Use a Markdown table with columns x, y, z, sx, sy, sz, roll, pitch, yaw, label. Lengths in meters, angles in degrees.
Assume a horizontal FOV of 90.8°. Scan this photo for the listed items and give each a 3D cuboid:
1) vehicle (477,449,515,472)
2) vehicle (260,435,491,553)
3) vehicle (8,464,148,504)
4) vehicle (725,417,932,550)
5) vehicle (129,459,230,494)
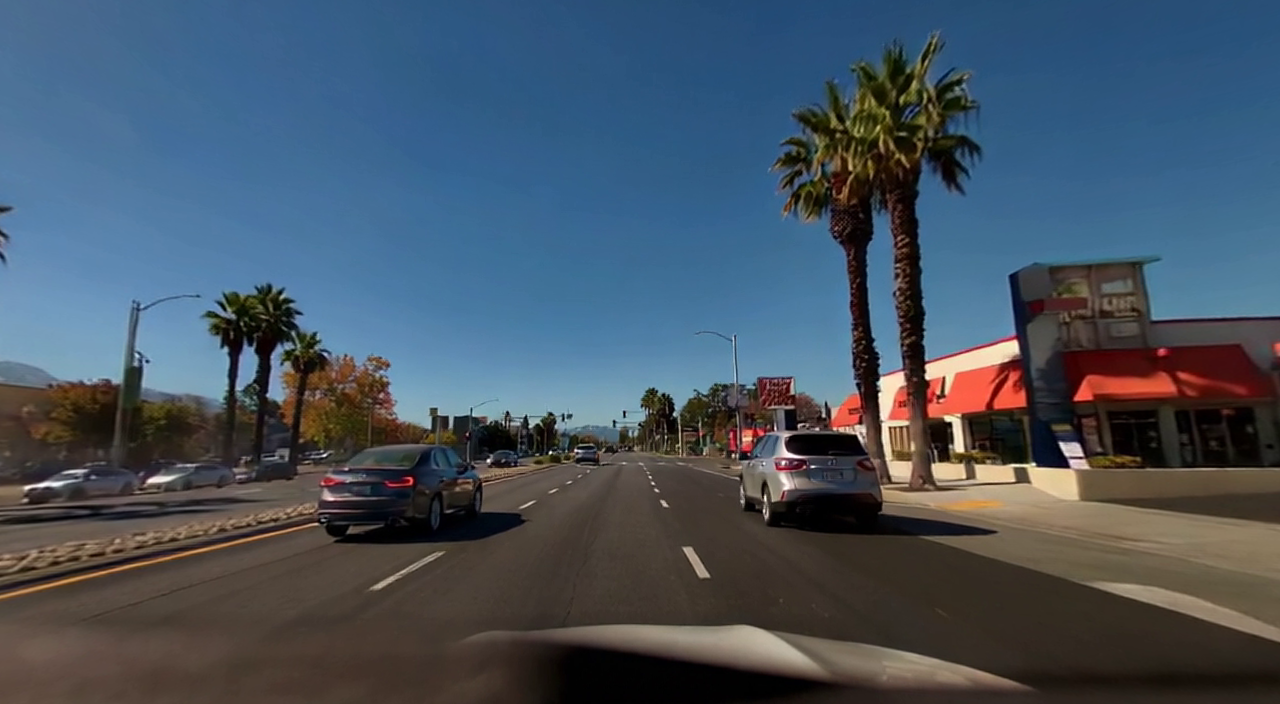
| x | y | z | sx | sy | sz | roll | pitch | yaw | label |
| --- | --- | --- | --- | --- | --- | --- | --- | --- | --- |
| -9.997 | 7.519 | 44.142 | 1.970 | 1.482 | 4.778 | 1 | -9 | -5 | vehicle |
| -3.902 | 2.153 | 10.235 | 2.034 | 1.498 | 3.995 | 0 | -9 | -1 | vehicle |
| -23.565 | 5.518 | 26.763 | 1.876 | 1.459 | 4.411 | 0 | -9 | 0 | vehicle |
| 2.750 | 2.050 | 10.434 | 1.982 | 1.711 | 4.276 | 0 | -9 | -2 | vehicle |
| -23.513 | 6.361 | 32.500 | 1.926 | 1.483 | 4.349 | -2 | -9 | 0 | vehicle |
